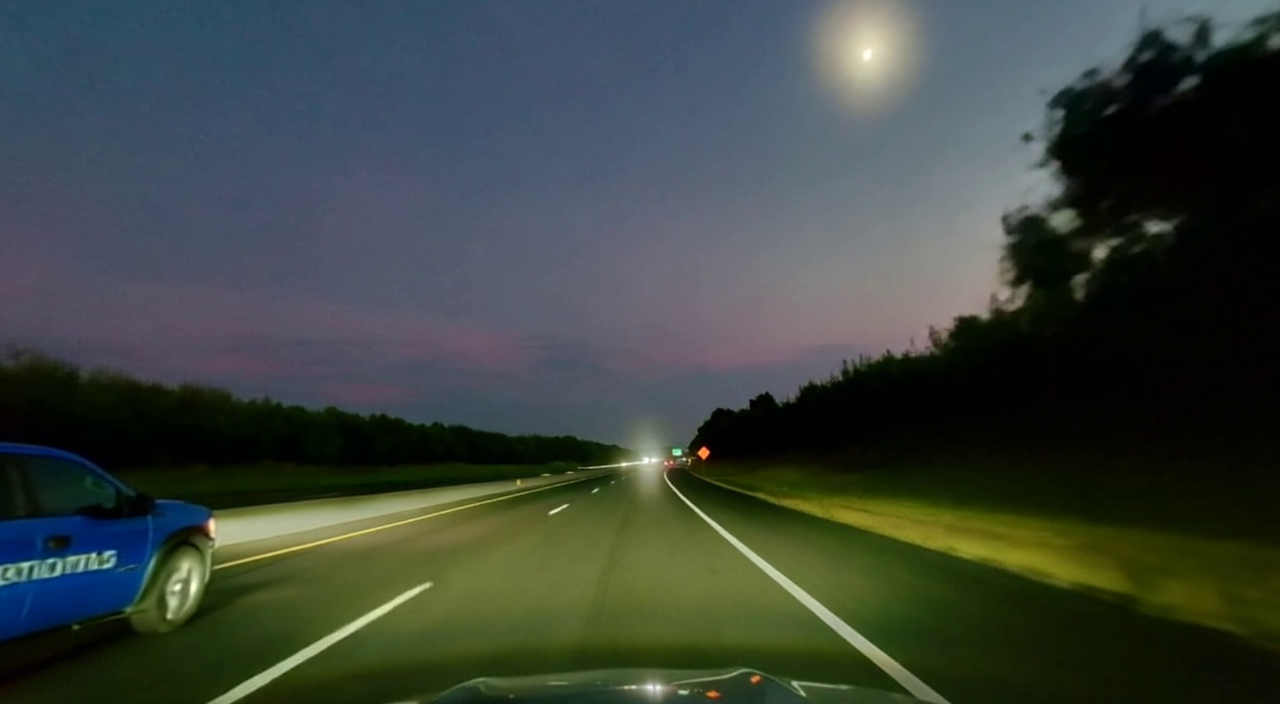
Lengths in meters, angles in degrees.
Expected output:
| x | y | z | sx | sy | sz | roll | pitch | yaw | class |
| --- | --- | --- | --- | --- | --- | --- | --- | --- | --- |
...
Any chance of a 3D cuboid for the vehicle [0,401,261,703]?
| x | y | z | sx | sy | sz | roll | pitch | yaw | class |
| --- | --- | --- | --- | --- | --- | --- | --- | --- | --- |
| -3.998 | 0.861 | 2.253 | 2.135 | 1.506 | 5.041 | 1 | -10 | 0 | vehicle |
